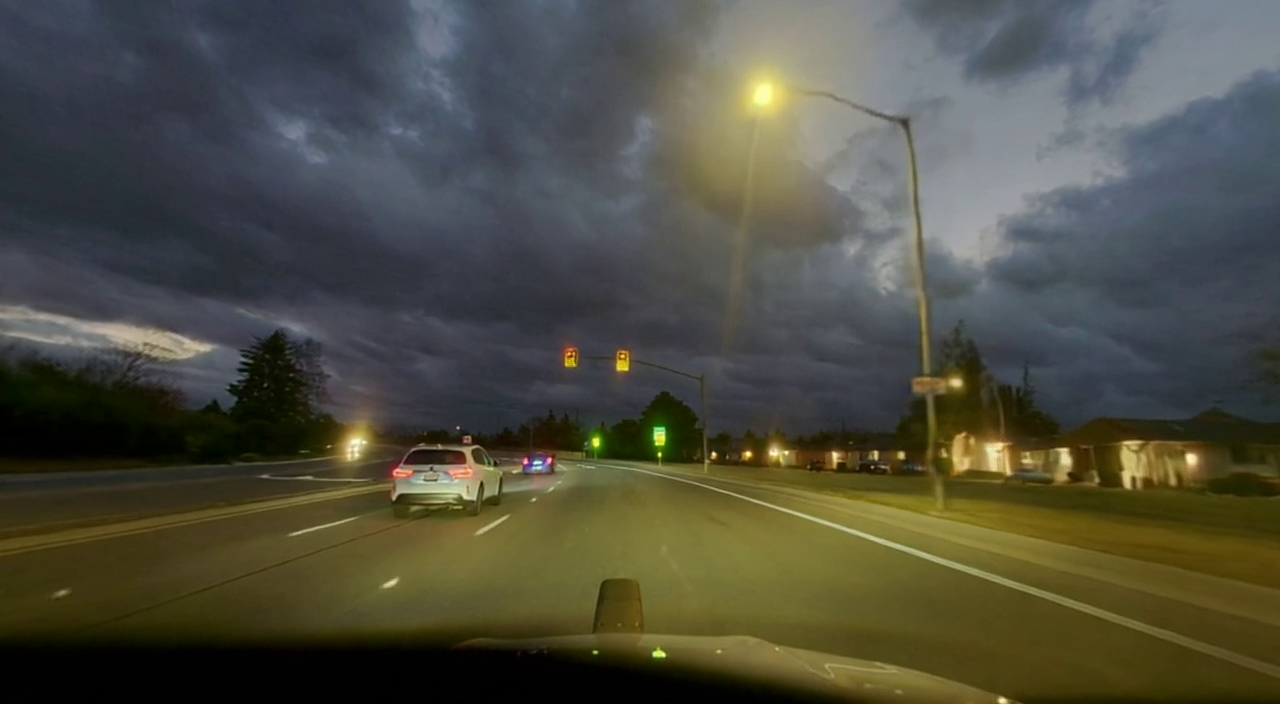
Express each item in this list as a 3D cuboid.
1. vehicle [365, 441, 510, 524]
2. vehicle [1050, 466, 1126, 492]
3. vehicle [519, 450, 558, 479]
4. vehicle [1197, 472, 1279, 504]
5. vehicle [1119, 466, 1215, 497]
[{"bbox_3d":[-4.537,2.959,15.020,2.098,1.613,4.606,-1,-8,-2],"label":"vehicle"},{"bbox_3d":[33.941,9.612,48.021,1.791,1.703,4.779,1,-9,-8],"label":"vehicle"},{"bbox_3d":[-5.878,6.518,36.848,1.904,1.476,3.736,0,-8,-4],"label":"vehicle"},{"bbox_3d":[35.433,7.846,36.596,1.933,1.489,4.403,0,-9,-6],"label":"vehicle"},{"bbox_3d":[34.838,8.547,41.945,1.850,1.753,4.760,0,-9,-8],"label":"vehicle"}]
